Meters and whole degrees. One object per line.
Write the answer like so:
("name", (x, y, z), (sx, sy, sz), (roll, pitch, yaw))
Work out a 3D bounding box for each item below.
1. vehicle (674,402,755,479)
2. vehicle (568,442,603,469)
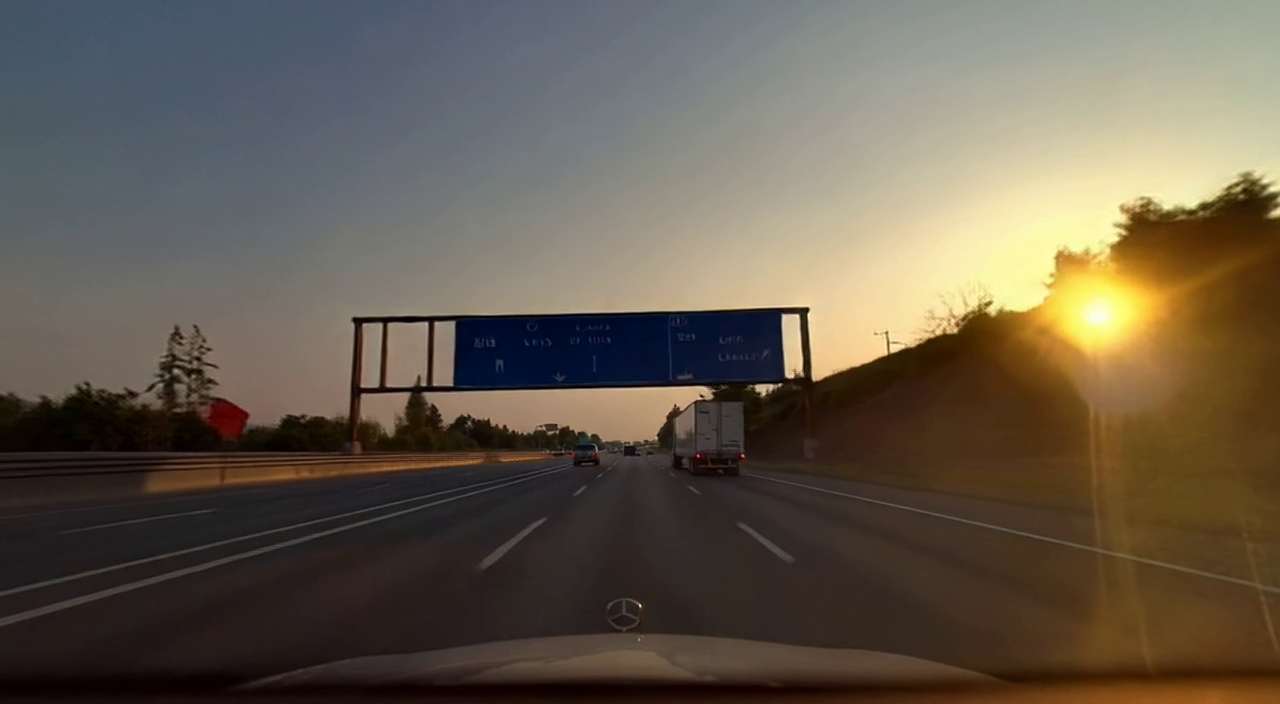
("vehicle", (3.766, 4.998, 34.989), (2.823, 3.509, 12.118), (0, -9, -1))
("vehicle", (-3.916, 7.503, 45.647), (2.173, 1.857, 4.800), (0, -9, -1))
